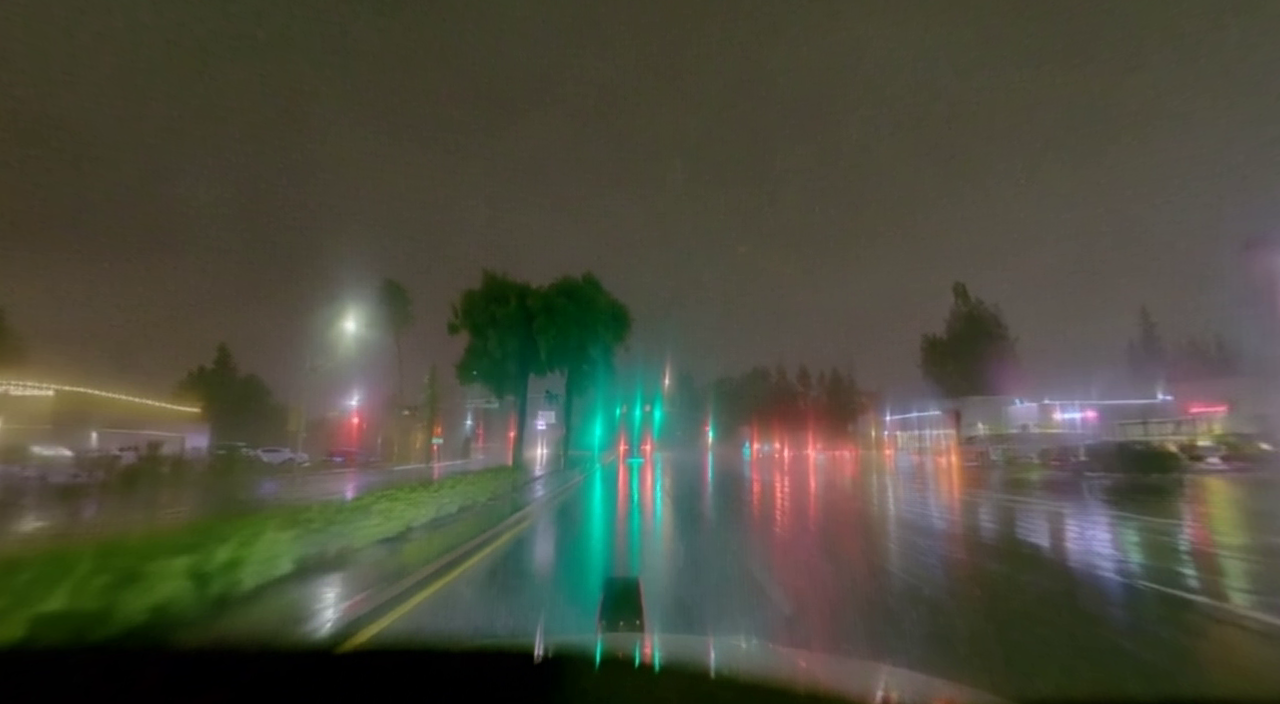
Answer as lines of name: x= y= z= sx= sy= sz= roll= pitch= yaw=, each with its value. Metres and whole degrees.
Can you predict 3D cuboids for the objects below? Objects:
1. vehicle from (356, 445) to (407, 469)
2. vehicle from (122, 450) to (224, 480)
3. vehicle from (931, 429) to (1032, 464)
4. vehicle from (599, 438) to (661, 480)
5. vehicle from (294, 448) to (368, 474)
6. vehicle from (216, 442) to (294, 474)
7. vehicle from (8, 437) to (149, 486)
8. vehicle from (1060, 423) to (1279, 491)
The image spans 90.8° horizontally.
vehicle: x=-19.294 y=7.787 z=47.288 sx=1.896 sy=1.620 sz=4.542 roll=-2 pitch=-8 yaw=0
vehicle: x=-24.771 y=5.972 z=33.752 sx=1.893 sy=1.451 sz=4.809 roll=0 pitch=-8 yaw=-2
vehicle: x=18.729 y=5.234 z=35.061 sx=2.253 sy=1.771 sz=5.722 roll=0 pitch=-8 yaw=-2
vehicle: x=-0.398 y=4.070 z=24.325 sx=2.185 sy=1.473 sz=3.925 roll=0 pitch=-8 yaw=-2
vehicle: x=-19.423 y=6.829 z=39.969 sx=2.083 sy=1.481 sz=5.103 roll=0 pitch=-8 yaw=0
vehicle: x=-24.301 y=6.683 z=40.104 sx=1.985 sy=1.821 sz=4.774 roll=0 pitch=-8 yaw=0
vehicle: x=-24.711 y=4.811 z=28.123 sx=2.003 sy=1.958 sz=4.810 roll=0 pitch=-8 yaw=-4
vehicle: x=15.939 y=3.193 z=19.476 sx=2.377 sy=1.783 sz=5.145 roll=0 pitch=-8 yaw=0
